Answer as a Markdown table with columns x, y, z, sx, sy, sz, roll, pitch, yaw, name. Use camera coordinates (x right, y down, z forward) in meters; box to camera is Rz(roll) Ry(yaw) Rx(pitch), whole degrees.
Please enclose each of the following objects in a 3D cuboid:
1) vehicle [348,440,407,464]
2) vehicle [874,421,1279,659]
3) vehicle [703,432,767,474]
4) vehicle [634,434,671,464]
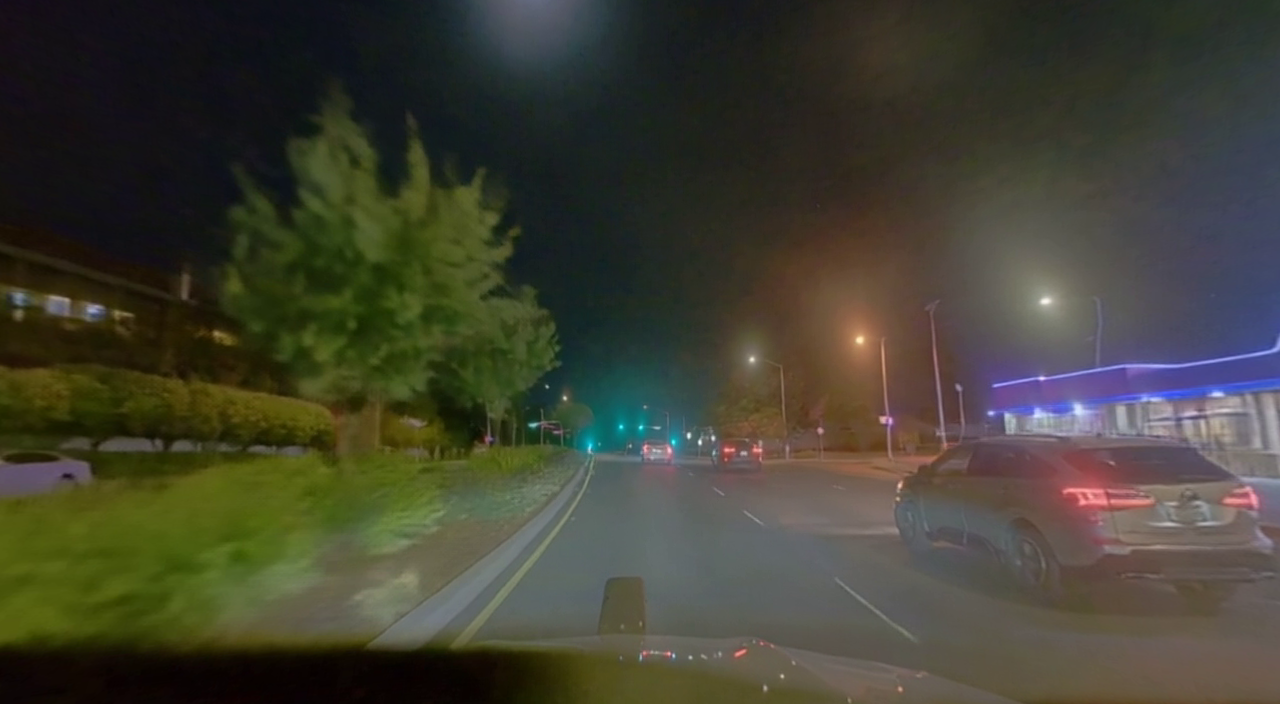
| x | y | z | sx | sy | sz | roll | pitch | yaw | name |
| --- | --- | --- | --- | --- | --- | --- | --- | --- | --- |
| -18.499 | 7.064 | 44.514 | 1.947 | 1.580 | 4.857 | 0 | -9 | 1 | vehicle |
| 4.123 | 1.496 | 6.212 | 1.908 | 1.463 | 4.506 | 0 | -8 | 1 | vehicle |
| 4.045 | 4.386 | 27.429 | 2.115 | 1.692 | 4.189 | 0 | -8 | 0 | vehicle |
| 0.736 | 5.848 | 37.859 | 2.098 | 1.682 | 3.778 | 0 | -8 | 0 | vehicle |
